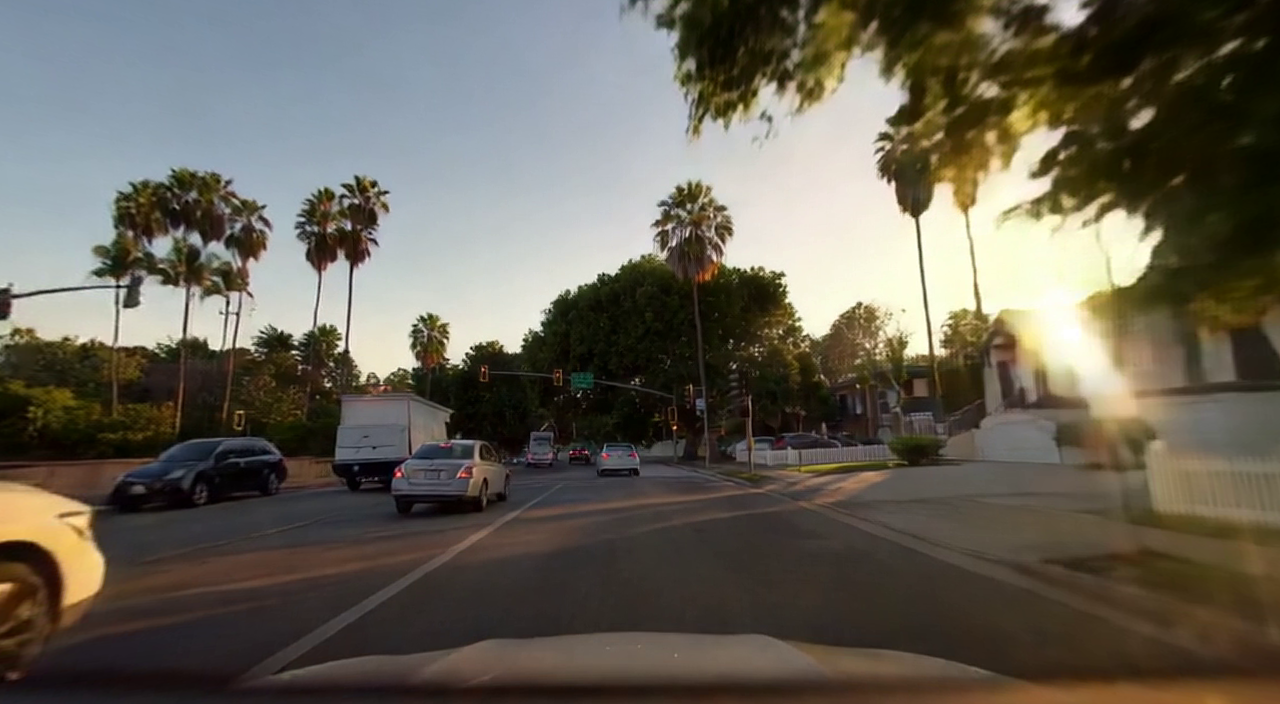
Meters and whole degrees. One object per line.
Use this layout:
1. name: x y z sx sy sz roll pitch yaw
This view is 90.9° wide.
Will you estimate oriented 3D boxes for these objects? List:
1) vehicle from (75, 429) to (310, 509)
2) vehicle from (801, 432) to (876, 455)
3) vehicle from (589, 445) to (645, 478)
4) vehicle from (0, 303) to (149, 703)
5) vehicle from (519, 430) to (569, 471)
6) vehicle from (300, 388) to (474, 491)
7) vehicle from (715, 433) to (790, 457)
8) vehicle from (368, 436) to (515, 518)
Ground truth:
1. vehicle: -10.879 2.871 16.027 2.364 1.648 5.116 0 -8 -2
2. vehicle: 13.933 6.421 44.353 4.615 1.555 2.021 2 -9 -16
3. vehicle: -1.003 4.461 26.034 2.131 1.222 3.868 0 -8 -4
4. vehicle: -3.988 0.500 1.132 2.144 1.877 4.899 -1 -8 2
5. vehicle: -4.797 4.987 32.093 2.032 1.852 4.571 -1 -8 -3
6. vehicle: -7.608 2.812 20.140 2.821 2.701 6.721 0 -8 -1
7. vehicle: 8.099 6.696 45.444 4.742 1.690 2.218 3 -9 -19
8. vehicle: -3.961 2.544 13.398 1.709 1.425 4.337 -1 -8 0
